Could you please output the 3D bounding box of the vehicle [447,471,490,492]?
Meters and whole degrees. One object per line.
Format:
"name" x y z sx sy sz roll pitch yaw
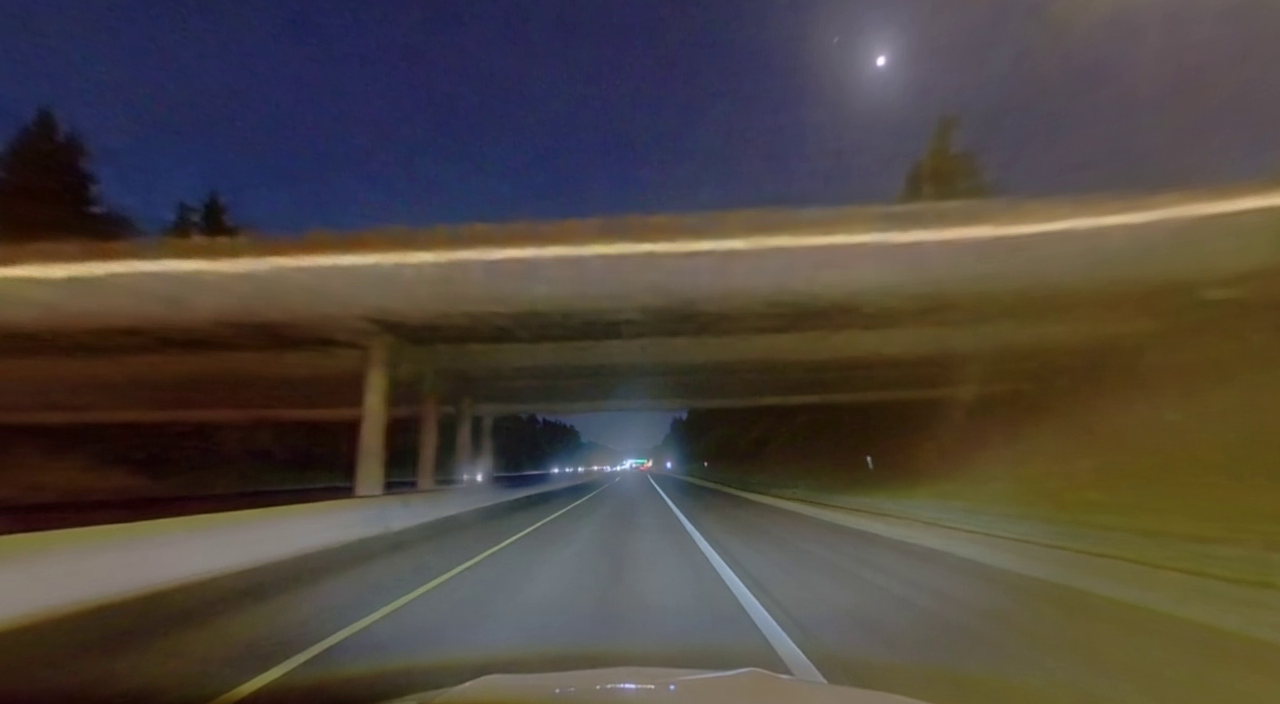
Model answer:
"vehicle" -12.384 9.359 45.716 1.941 1.429 3.701 0 -10 2
